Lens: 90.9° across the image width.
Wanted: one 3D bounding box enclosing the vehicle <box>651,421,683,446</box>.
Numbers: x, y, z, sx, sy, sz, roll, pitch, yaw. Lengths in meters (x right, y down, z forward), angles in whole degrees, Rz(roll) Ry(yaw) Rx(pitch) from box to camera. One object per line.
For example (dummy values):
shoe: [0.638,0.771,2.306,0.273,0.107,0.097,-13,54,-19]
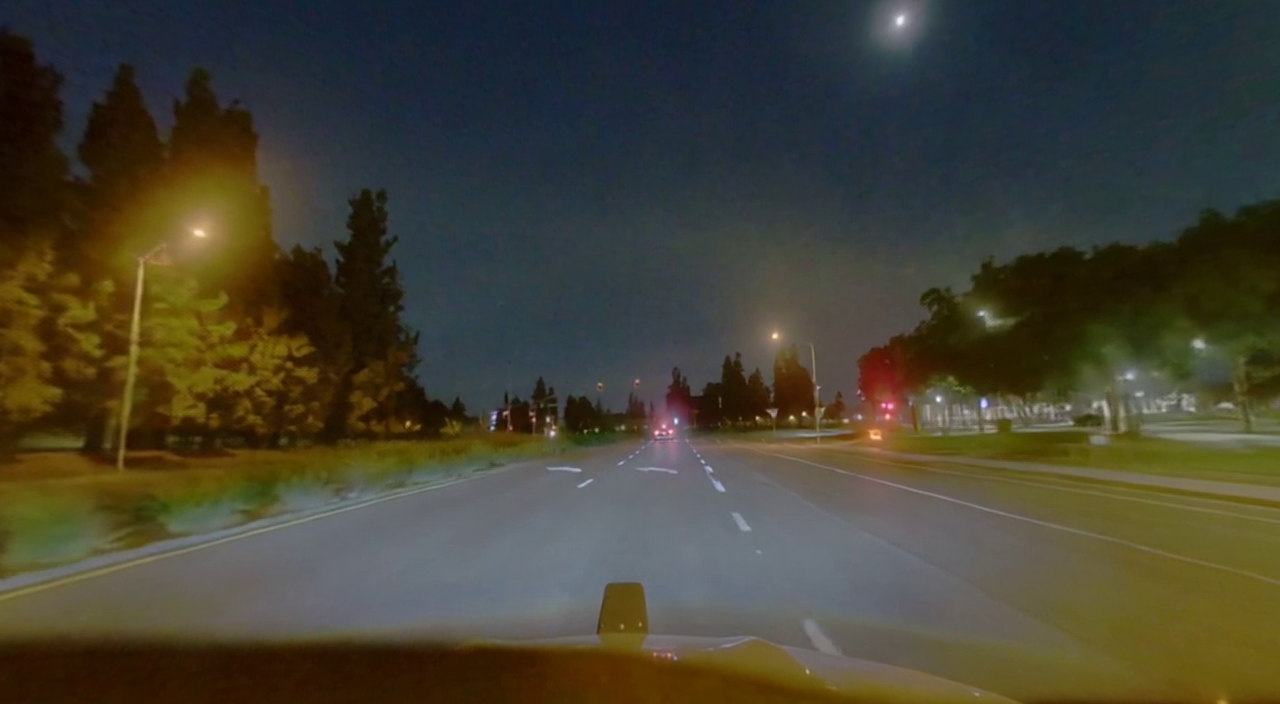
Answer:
vehicle: [2.089,6.132,47.523,2.298,1.770,4.138,-1,-7,4]
